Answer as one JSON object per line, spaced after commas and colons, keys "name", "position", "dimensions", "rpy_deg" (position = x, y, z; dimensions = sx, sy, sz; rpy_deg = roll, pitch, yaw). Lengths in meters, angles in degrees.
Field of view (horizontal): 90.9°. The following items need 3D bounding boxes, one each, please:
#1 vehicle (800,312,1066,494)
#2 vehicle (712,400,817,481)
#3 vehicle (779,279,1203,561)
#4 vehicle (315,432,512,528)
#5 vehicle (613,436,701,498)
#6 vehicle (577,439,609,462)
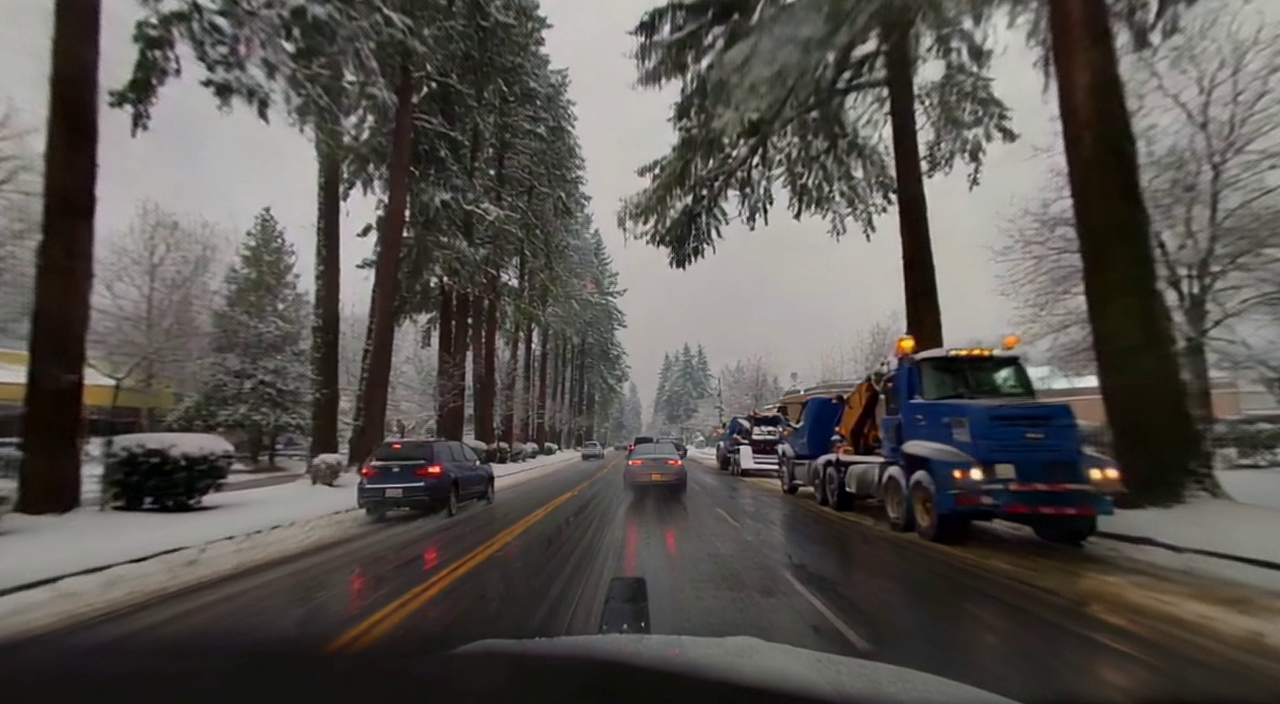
{"name": "vehicle", "position": [5.674, 1.273, 13.586], "dimensions": [2.736, 3.078, 5.825], "rpy_deg": [0, -8, -1]}
{"name": "vehicle", "position": [5.557, 4.208, 30.023], "dimensions": [3.089, 3.258, 8.841], "rpy_deg": [-1, -8, 0]}
{"name": "vehicle", "position": [5.633, 1.602, 13.570], "dimensions": [2.867, 3.600, 11.047], "rpy_deg": [0, -8, 1]}
{"name": "vehicle", "position": [-4.083, 2.383, 12.417], "dimensions": [2.003, 1.507, 4.808], "rpy_deg": [0, -8, 1]}
{"name": "vehicle", "position": [0.400, 3.026, 16.968], "dimensions": [2.086, 1.466, 4.026], "rpy_deg": [0, -8, 0]}
{"name": "vehicle", "position": [-3.530, 7.518, 48.048], "dimensions": [2.062, 1.641, 4.193], "rpy_deg": [0, -8, 2]}
